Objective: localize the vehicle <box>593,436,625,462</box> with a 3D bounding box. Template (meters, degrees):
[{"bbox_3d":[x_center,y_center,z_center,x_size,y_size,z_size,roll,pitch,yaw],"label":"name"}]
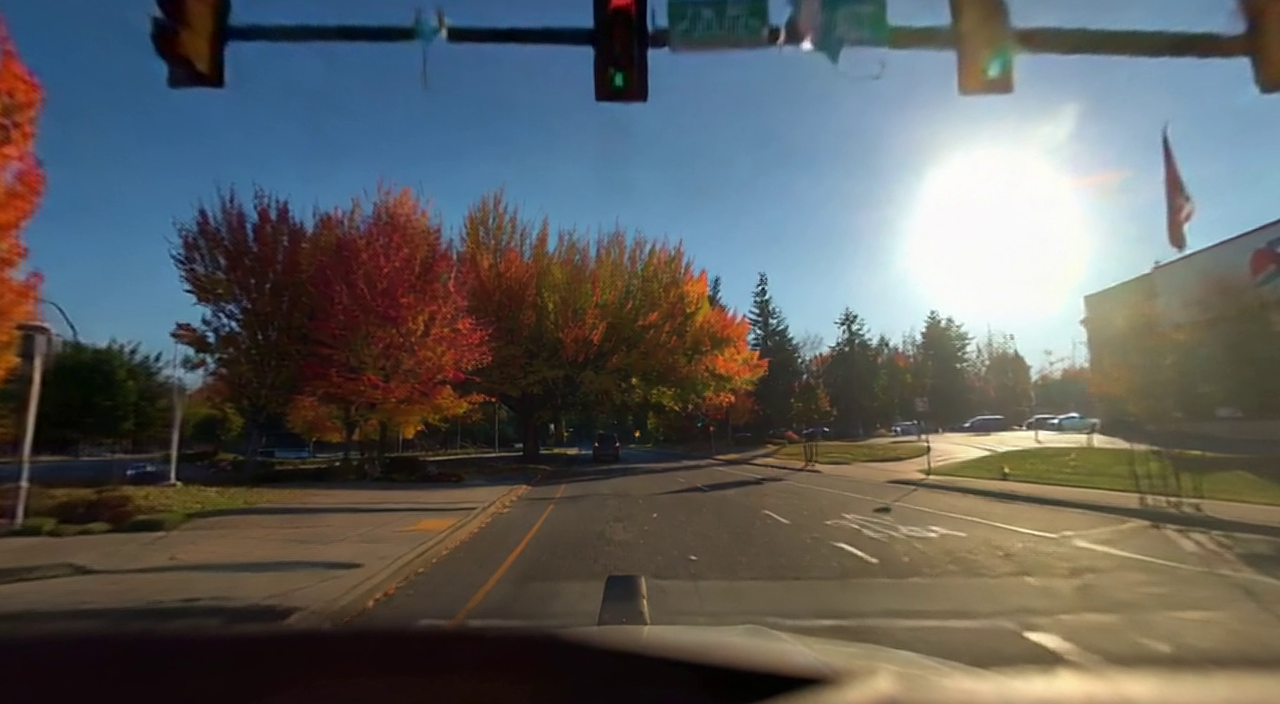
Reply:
[{"bbox_3d":[-2.345,7.195,46.956,2.146,1.814,5.110,1,-8,-5],"label":"vehicle"}]
